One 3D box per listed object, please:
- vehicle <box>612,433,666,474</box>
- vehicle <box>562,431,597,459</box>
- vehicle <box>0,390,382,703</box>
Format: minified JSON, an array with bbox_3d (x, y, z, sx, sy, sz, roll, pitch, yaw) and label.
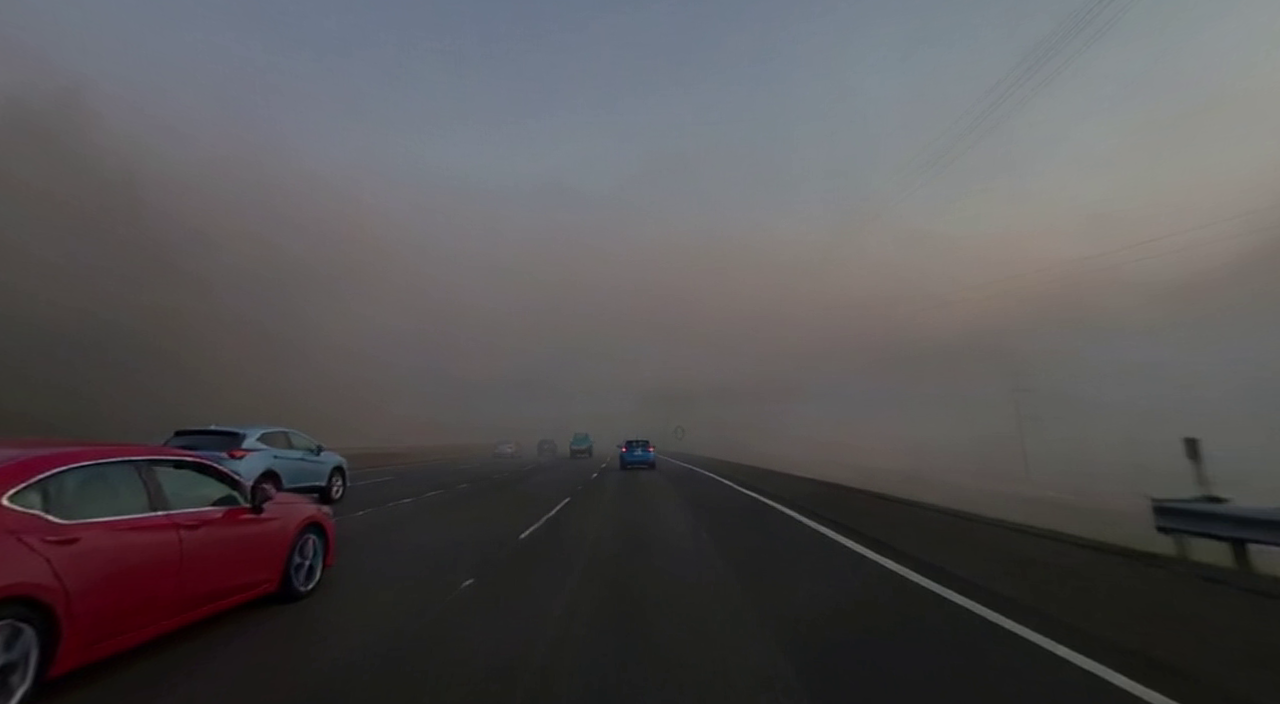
[{"bbox_3d":[-0.106,3.927,24.548,1.954,1.460,3.983,0,-8,-2],"label":"vehicle"},{"bbox_3d":[-4.031,6.237,42.135,2.174,1.806,3.932,0,-8,-3],"label":"vehicle"},{"bbox_3d":[-3.623,1.113,3.904,2.035,1.514,4.600,0,-8,1],"label":"vehicle"}]
